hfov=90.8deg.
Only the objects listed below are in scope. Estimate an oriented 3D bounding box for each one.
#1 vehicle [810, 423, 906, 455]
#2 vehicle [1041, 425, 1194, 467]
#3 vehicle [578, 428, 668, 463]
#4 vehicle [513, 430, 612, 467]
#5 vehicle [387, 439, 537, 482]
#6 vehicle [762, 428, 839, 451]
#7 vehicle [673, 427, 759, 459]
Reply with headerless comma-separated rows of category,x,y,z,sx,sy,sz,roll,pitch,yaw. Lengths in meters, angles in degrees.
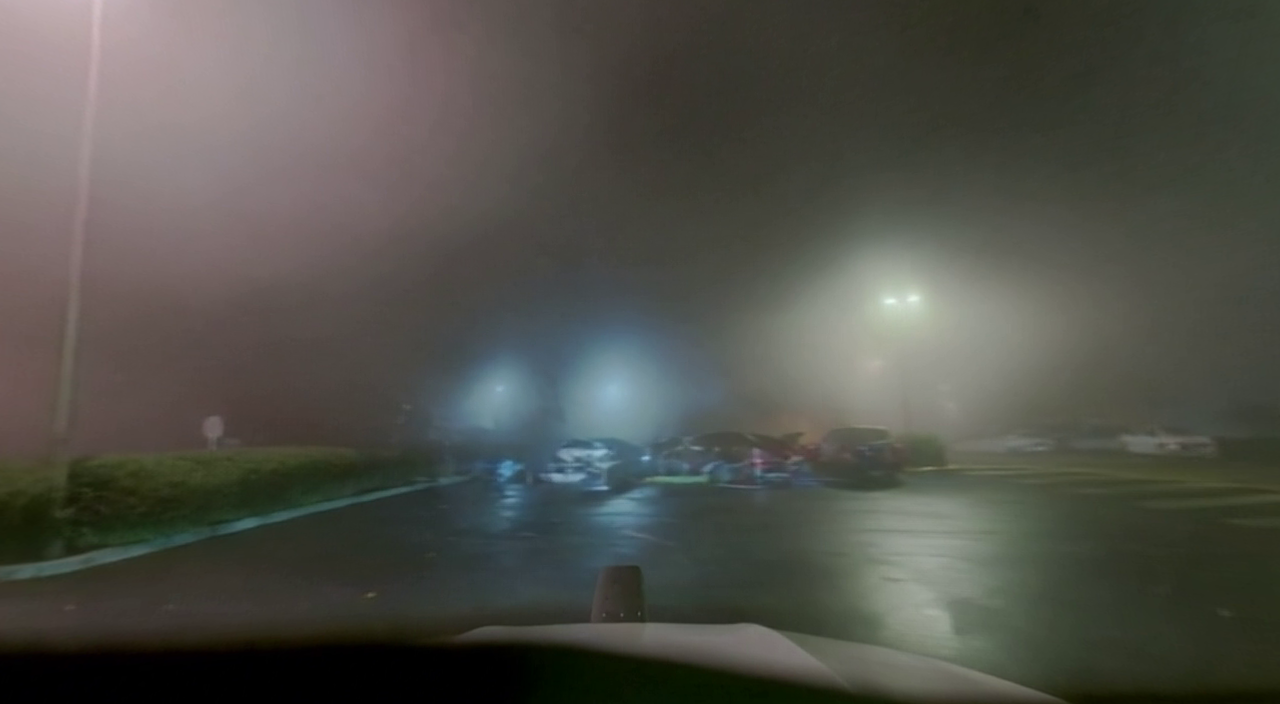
vehicle,12.360,4.926,35.995,4.660,1.687,1.981,-1,-7,-3
vehicle,17.335,3.403,23.079,4.106,1.449,1.760,0,-7,0
vehicle,-0.924,5.283,35.891,4.939,1.664,2.055,-1,-3,0
vehicle,-3.399,4.288,28.260,4.030,1.556,2.057,-1,-8,5
vehicle,-6.306,3.881,22.790,4.772,1.441,1.976,0,-7,1
vehicle,10.700,5.821,42.230,4.601,1.484,1.839,1,-8,-6
vehicle,4.251,5.218,36.019,4.666,1.634,1.816,1,-11,-1
